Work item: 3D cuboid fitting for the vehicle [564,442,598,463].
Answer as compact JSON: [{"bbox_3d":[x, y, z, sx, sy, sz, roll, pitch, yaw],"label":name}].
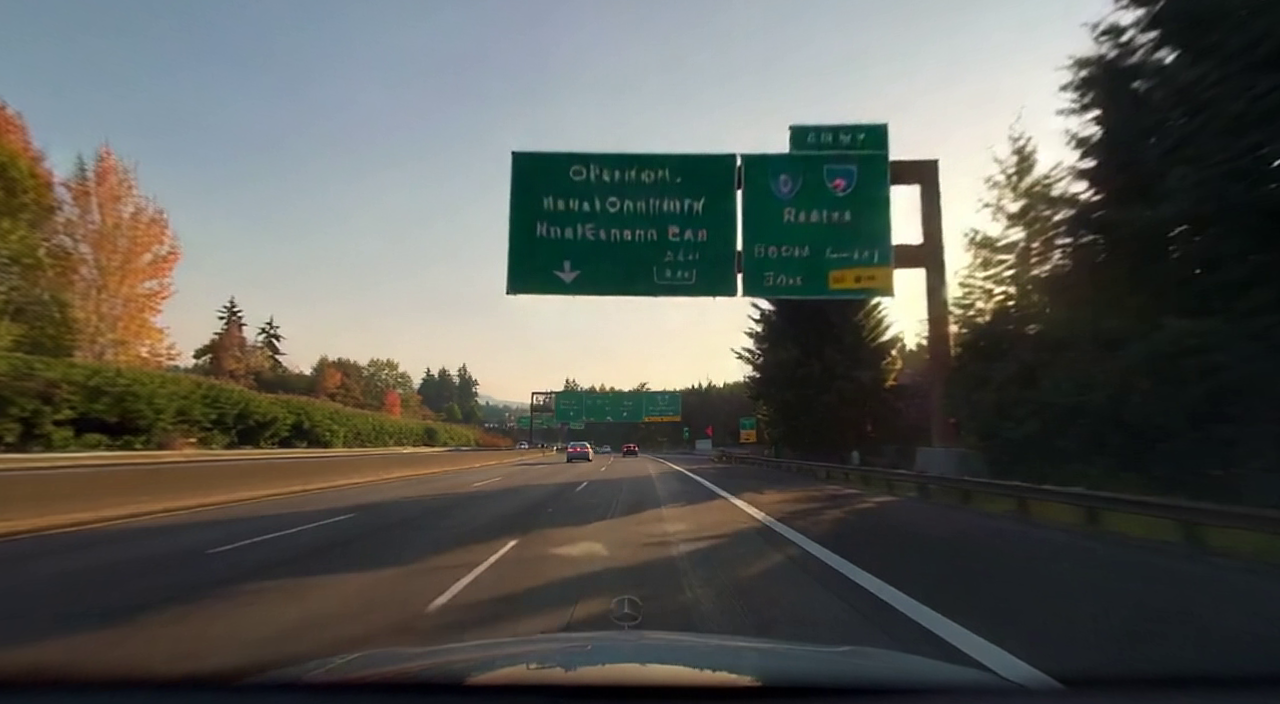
[{"bbox_3d":[-4.325,7.424,46.649,2.211,1.524,3.651,0,-8,0],"label":"vehicle"}]
